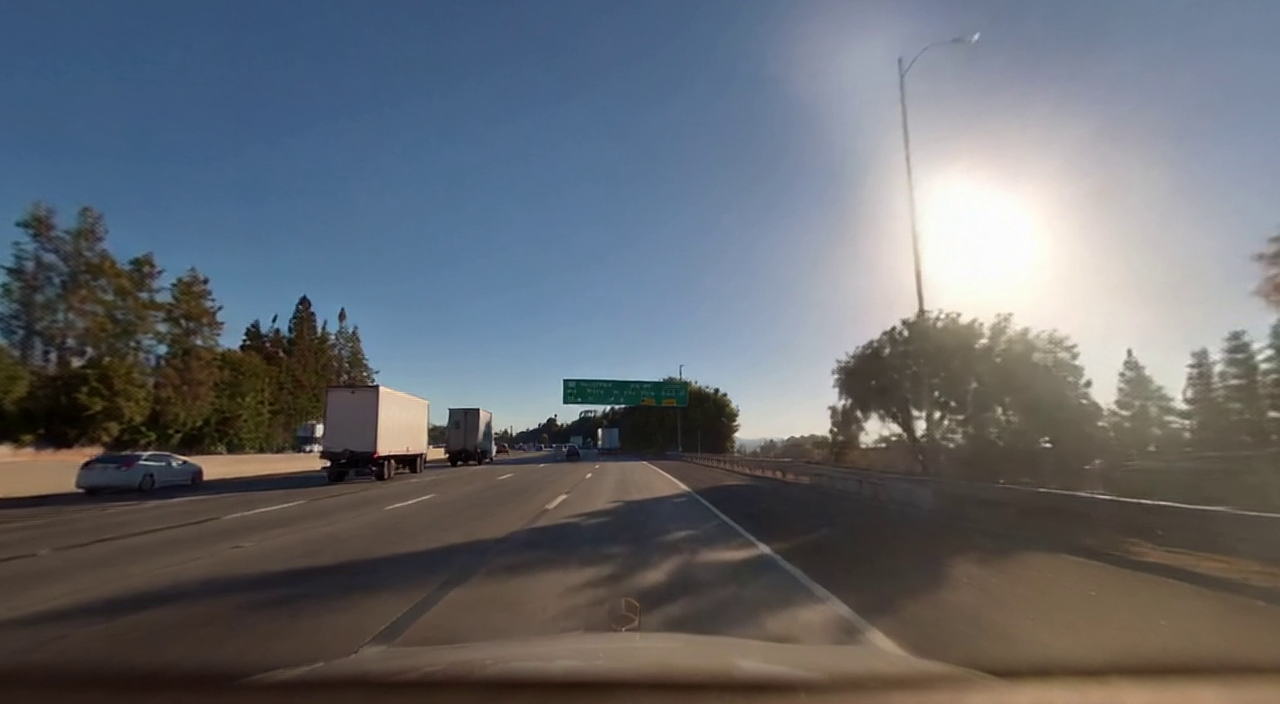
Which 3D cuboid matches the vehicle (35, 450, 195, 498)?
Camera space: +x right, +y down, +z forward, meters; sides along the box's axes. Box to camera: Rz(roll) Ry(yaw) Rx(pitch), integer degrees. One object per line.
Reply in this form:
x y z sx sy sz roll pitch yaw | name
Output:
-18.013 4.155 22.072 1.842 1.452 4.612 0 -8 -3 | vehicle

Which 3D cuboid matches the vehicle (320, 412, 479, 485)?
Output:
-10.785 4.672 30.871 3.270 2.674 14.547 1 -8 -5 | vehicle
